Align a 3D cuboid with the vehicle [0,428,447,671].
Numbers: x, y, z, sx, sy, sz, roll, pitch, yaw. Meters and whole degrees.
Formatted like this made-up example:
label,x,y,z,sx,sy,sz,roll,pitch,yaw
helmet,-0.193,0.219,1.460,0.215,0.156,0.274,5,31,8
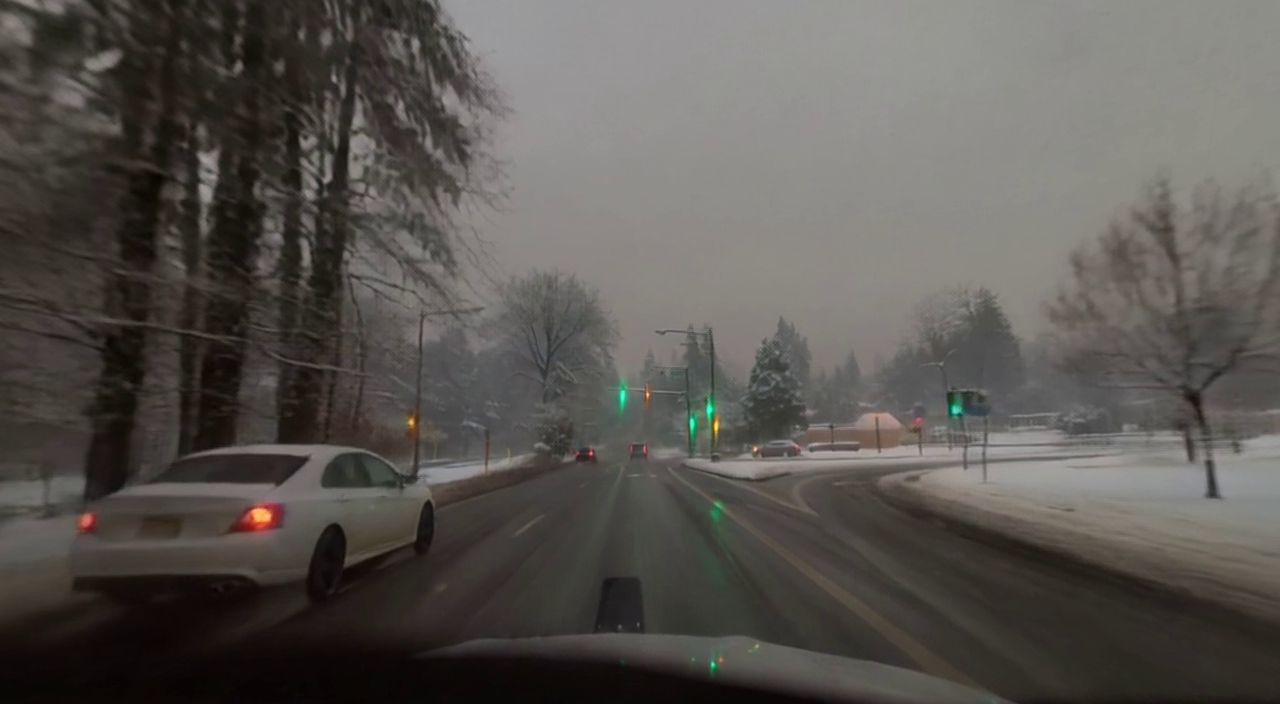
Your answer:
label,x,y,z,sx,sy,sz,roll,pitch,yaw
vehicle,-3.590,1.534,6.142,1.968,1.459,4.433,0,-8,1
